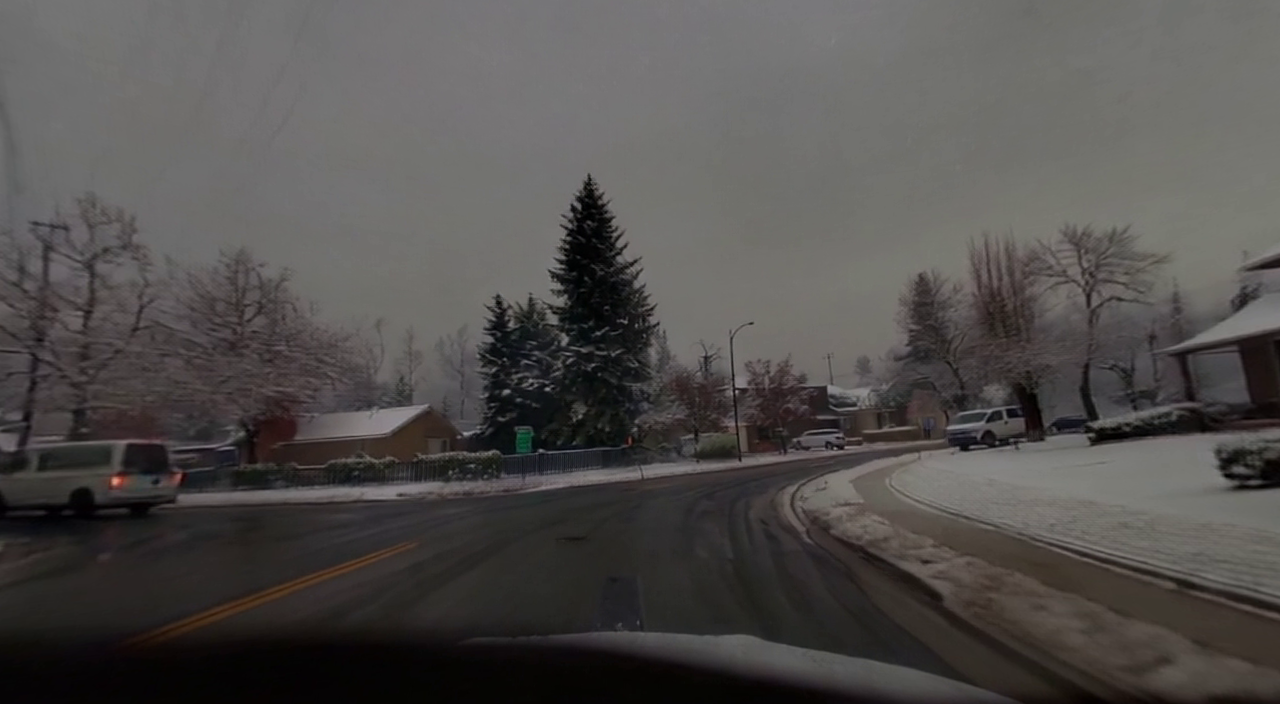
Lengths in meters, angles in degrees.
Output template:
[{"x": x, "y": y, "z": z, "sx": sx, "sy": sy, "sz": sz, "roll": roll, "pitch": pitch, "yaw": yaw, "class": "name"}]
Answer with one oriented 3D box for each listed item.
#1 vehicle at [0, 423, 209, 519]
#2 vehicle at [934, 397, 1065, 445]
[{"x": -20.049, "y": 4.242, "z": 22.987, "sx": 7.559, "sy": 3.058, "sz": 2.929, "roll": -3, "pitch": -9, "yaw": 18, "class": "vehicle"}, {"x": 17.403, "y": 3.462, "z": 30.770, "sx": 2.056, "sy": 2.014, "sz": 5.011, "roll": 8, "pitch": -13, "yaw": -43, "class": "vehicle"}]
